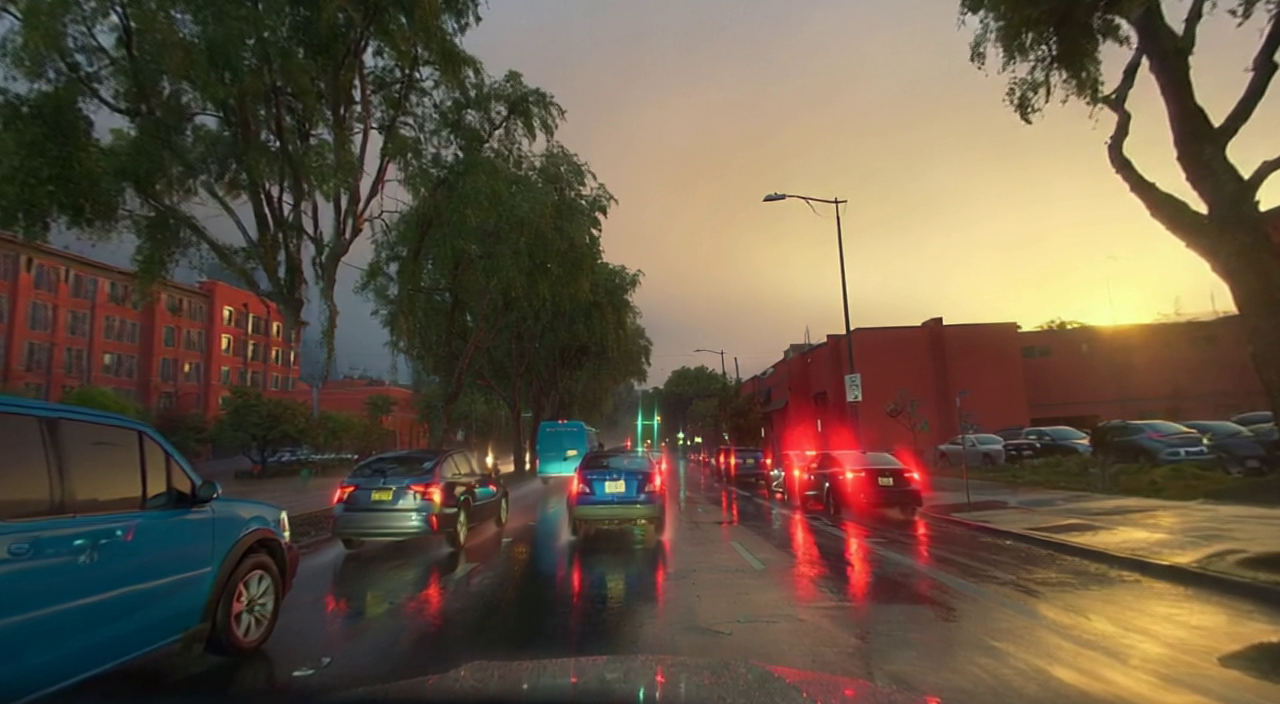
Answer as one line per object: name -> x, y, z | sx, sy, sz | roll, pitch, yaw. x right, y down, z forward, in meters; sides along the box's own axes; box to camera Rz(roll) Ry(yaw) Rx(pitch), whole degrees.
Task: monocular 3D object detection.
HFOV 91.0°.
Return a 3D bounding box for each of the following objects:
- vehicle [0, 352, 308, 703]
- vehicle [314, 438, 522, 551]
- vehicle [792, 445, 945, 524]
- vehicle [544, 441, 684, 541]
vehicle -> -3.730, 0.876, 2.537 | 2.140, 1.768, 4.685 | 0, -9, 1
vehicle -> -3.528, 2.334, 11.083 | 1.995, 1.554, 4.426 | 0, -9, 1
vehicle -> 4.899, 2.854, 14.186 | 1.832, 1.491, 4.054 | 1, -9, -1
vehicle -> -0.389, 2.470, 11.855 | 2.152, 1.518, 4.113 | 0, -9, 0
